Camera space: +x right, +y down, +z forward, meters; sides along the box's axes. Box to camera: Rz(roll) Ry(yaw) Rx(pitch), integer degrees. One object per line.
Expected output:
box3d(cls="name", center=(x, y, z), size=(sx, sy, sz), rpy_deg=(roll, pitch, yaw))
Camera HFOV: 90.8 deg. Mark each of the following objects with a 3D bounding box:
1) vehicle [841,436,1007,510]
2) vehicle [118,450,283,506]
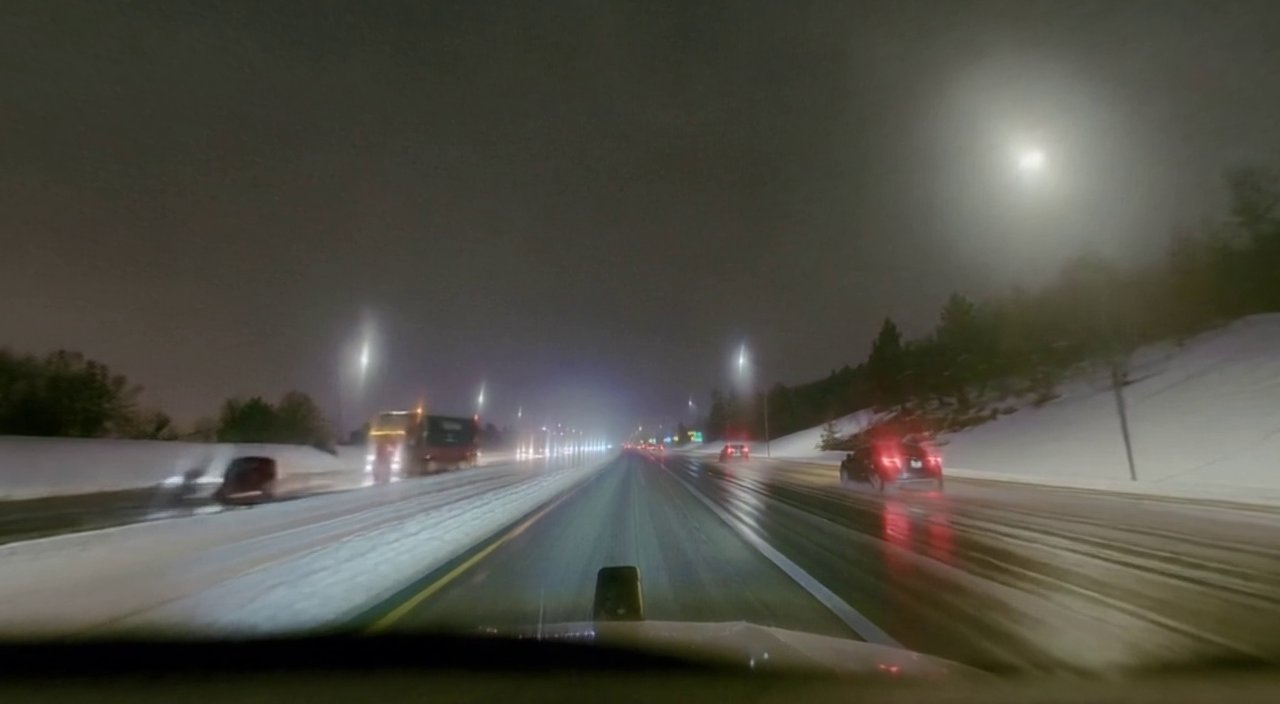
box3d(cls="vehicle", center=(6.797, 2.924, 15.808), size=(1.901, 1.548, 4.684), rpy_deg=(0, -9, -1))
box3d(cls="vehicle", center=(-13.564, 3.870, 19.922), size=(1.911, 1.500, 4.555), rpy_deg=(0, -9, 0))
